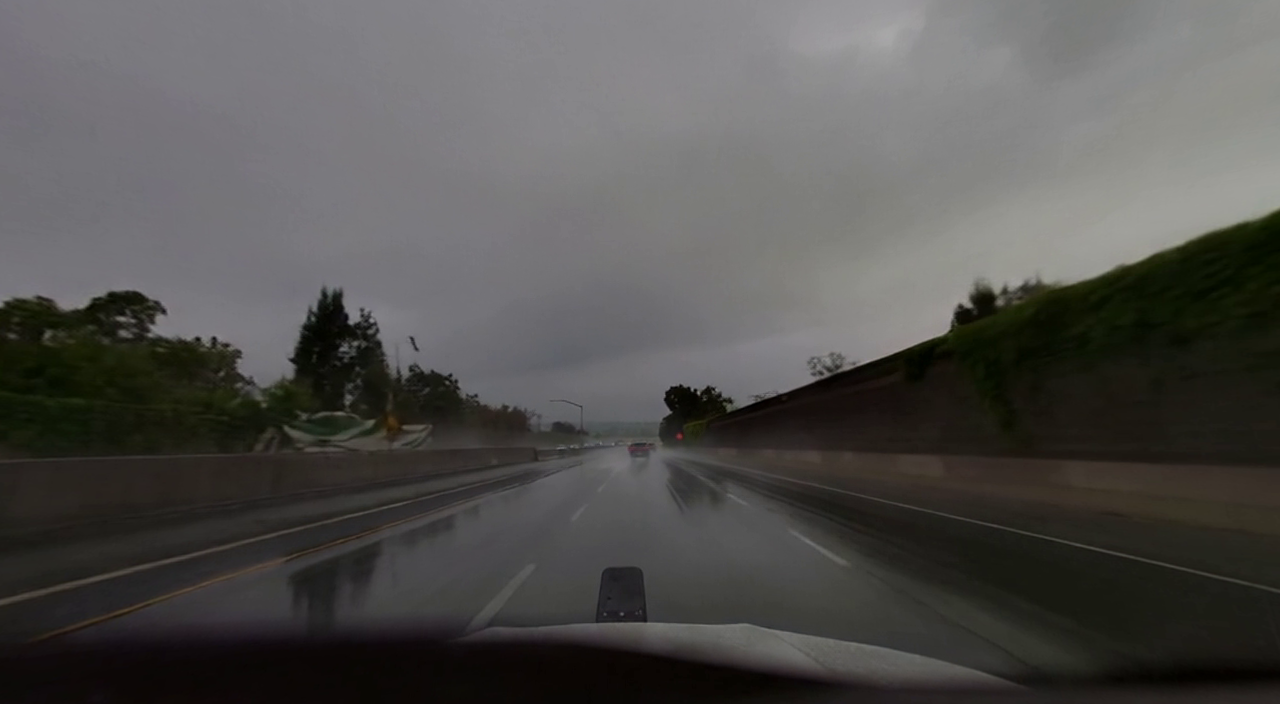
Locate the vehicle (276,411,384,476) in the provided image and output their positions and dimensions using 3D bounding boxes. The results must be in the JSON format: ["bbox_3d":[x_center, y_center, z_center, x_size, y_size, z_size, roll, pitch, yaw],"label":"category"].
[{"bbox_3d":[-19.914,5.988,41.212,2.984,3.802,7.929,0,-9,-1],"label":"vehicle"}]

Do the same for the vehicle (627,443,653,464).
[{"bbox_3d":[0.004,7.719,47.887,1.873,1.529,3.953,0,-9,0],"label":"vehicle"}]
